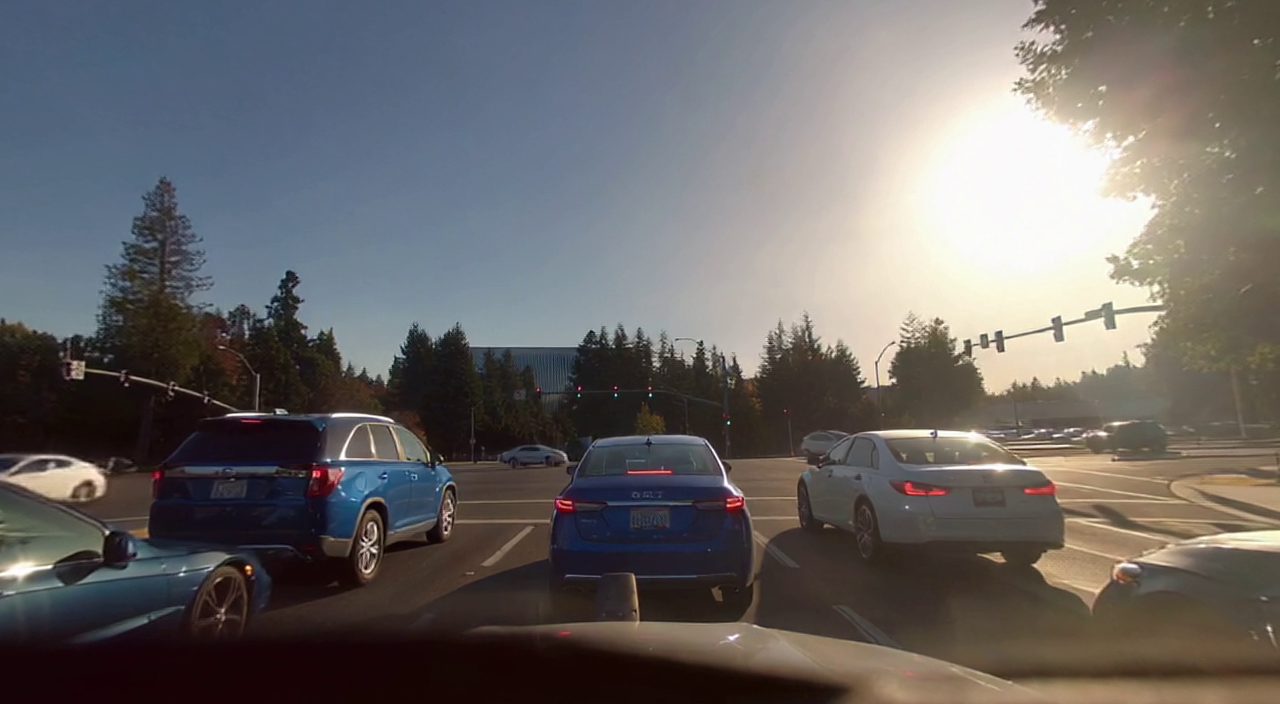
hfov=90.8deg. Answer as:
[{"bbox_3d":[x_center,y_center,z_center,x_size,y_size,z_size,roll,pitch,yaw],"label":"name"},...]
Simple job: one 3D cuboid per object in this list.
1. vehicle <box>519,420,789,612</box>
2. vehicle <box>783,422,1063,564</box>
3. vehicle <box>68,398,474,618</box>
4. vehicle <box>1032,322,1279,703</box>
[{"bbox_3d":[0.055,1.591,7.043,2.114,1.482,4.056,0,-9,-2],"label":"vehicle"},{"bbox_3d":[3.531,1.839,8.990,1.874,1.487,4.404,0,-9,-1],"label":"vehicle"},{"bbox_3d":[-3.420,1.527,7.078,1.958,1.693,4.242,0,-9,0],"label":"vehicle"},{"bbox_3d":[3.227,0.612,1.175,2.178,1.691,4.314,0,-9,0],"label":"vehicle"}]
